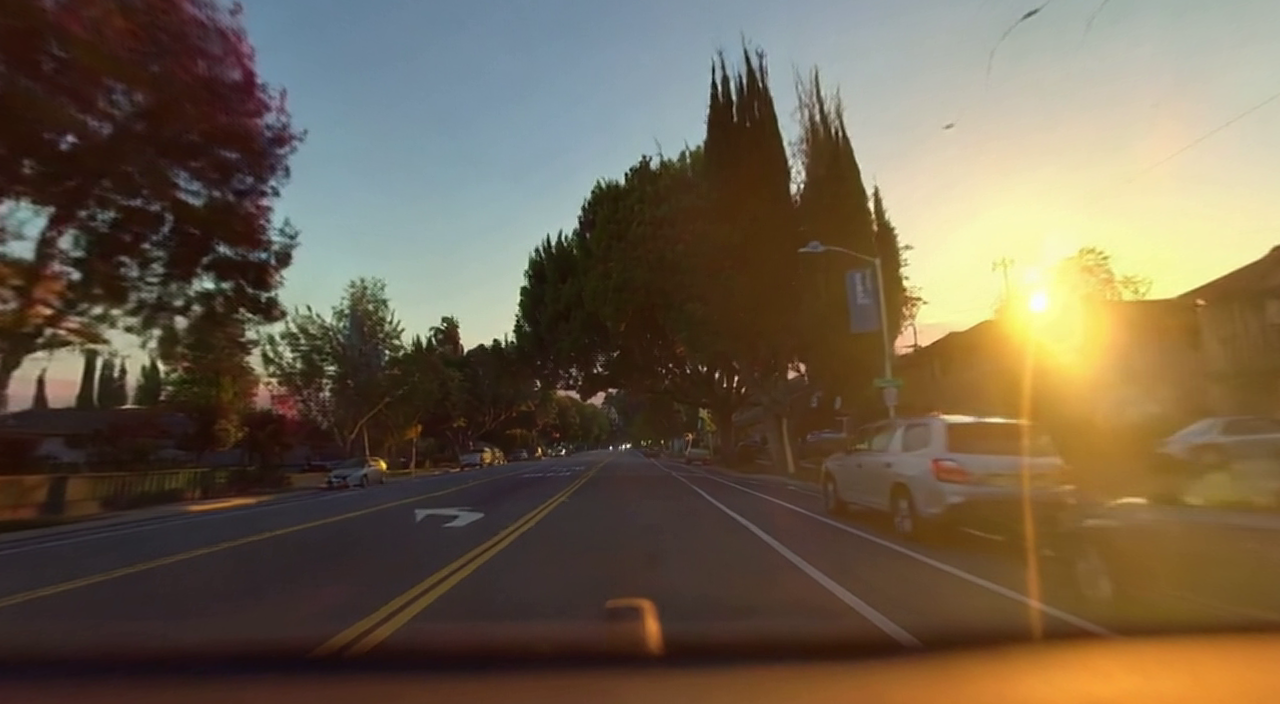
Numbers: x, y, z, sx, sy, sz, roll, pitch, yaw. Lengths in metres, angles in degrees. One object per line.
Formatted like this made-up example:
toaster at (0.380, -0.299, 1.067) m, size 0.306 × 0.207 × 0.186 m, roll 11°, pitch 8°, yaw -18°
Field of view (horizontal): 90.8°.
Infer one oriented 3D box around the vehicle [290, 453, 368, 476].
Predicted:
vehicle at (-21.926, 7.916, 44.614) m, size 4.413 × 1.477 × 2.100 m, roll -1°, pitch -9°, yaw 0°

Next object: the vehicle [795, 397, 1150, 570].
vehicle at (4.347, 1.879, 9.873) m, size 2.293 × 1.858 × 5.868 m, roll 0°, pitch -9°, yaw -1°

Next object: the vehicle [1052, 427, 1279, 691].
vehicle at (4.559, 1.111, 3.239) m, size 1.919 × 1.474 × 4.370 m, roll 0°, pitch -9°, yaw 0°

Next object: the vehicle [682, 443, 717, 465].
vehicle at (4.043, 7.010, 43.577) m, size 1.970 × 1.455 × 4.233 m, roll 0°, pitch -9°, yaw -1°
